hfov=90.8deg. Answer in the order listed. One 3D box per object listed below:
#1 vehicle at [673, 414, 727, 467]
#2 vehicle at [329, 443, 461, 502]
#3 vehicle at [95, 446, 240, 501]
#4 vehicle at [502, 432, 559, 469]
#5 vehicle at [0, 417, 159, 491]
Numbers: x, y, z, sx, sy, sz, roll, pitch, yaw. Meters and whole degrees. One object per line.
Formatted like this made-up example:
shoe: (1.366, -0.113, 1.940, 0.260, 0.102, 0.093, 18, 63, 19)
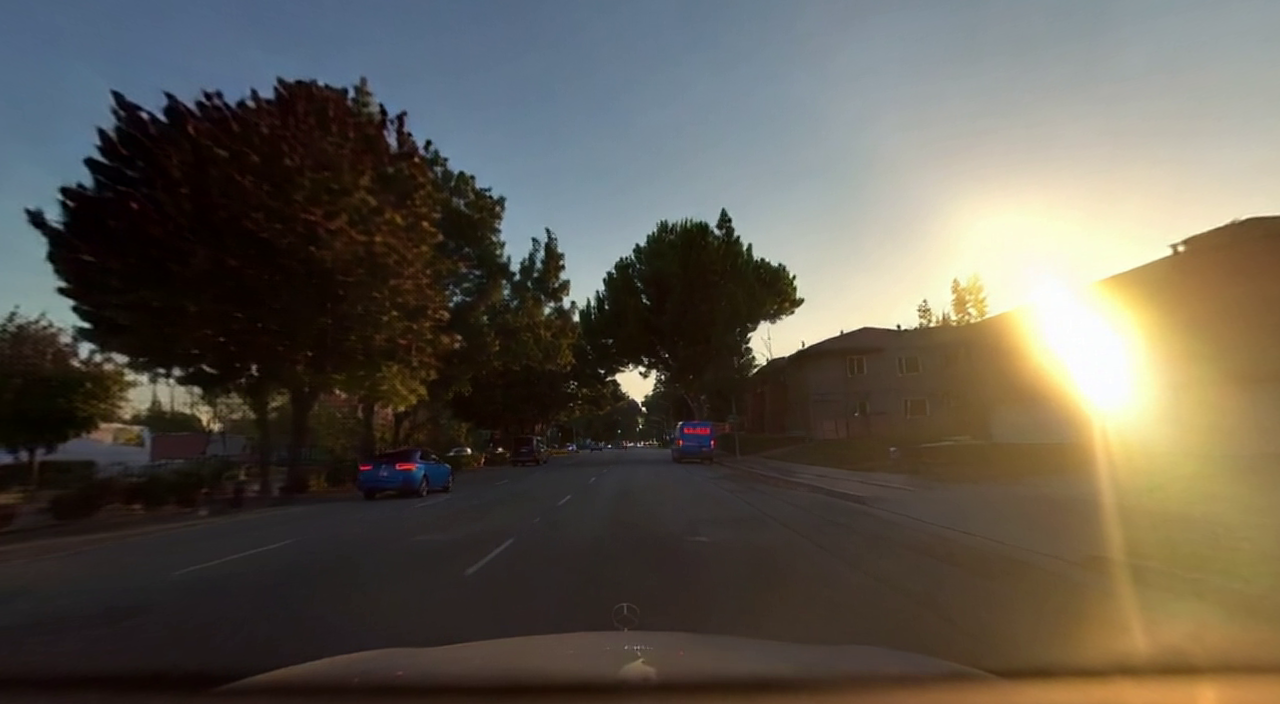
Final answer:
vehicle: (3.567, 5.439, 38.643, 2.791, 3.026, 4.668, 0, -9, 0)
vehicle: (-6.809, 3.370, 18.160, 1.970, 1.456, 4.441, 0, -9, 1)
vehicle: (-18.132, 4.626, 24.598, 2.010, 1.888, 4.622, 0, -9, 1)
vehicle: (-6.556, 6.012, 38.536, 2.332, 2.039, 5.678, 0, -9, 1)
vehicle: (-34.246, 6.150, 38.360, 2.781, 3.955, 8.836, -1, -9, 2)
